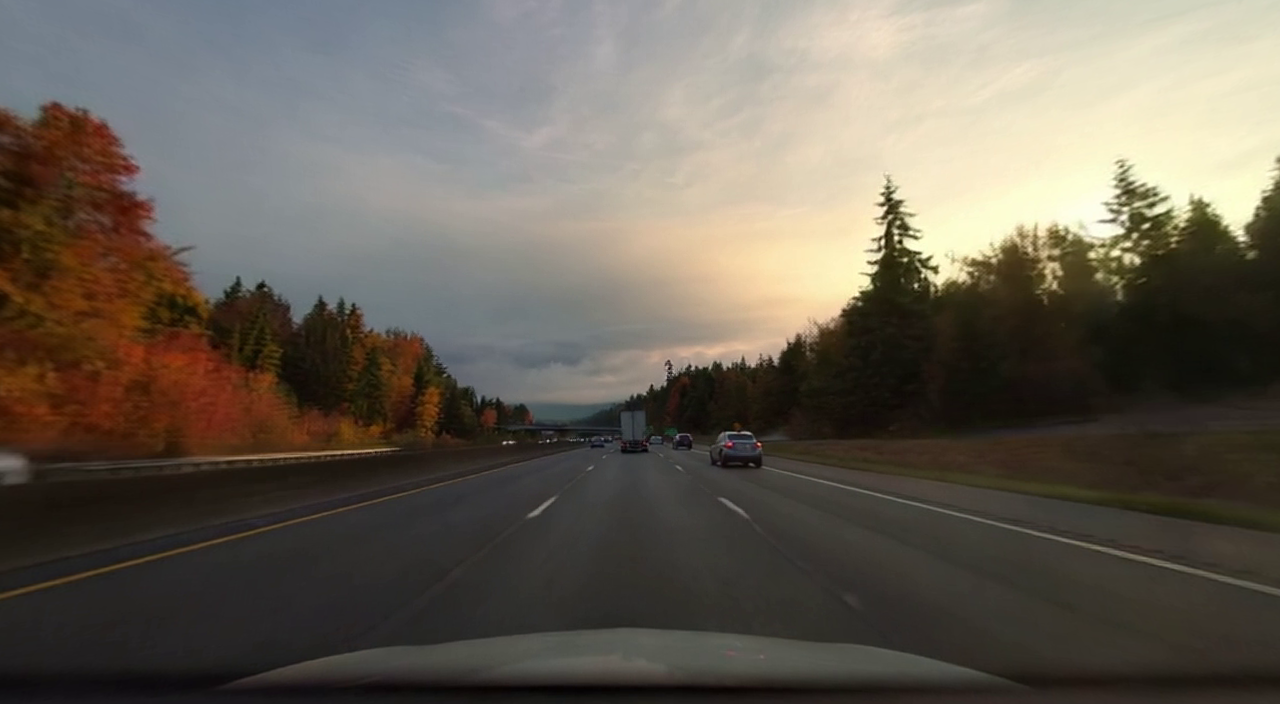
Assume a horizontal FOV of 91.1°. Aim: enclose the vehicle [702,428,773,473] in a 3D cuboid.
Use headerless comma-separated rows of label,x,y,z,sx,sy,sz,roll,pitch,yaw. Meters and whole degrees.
vehicle,3.517,3.615,23.332,1.882,1.492,3.958,0,-8,-2
